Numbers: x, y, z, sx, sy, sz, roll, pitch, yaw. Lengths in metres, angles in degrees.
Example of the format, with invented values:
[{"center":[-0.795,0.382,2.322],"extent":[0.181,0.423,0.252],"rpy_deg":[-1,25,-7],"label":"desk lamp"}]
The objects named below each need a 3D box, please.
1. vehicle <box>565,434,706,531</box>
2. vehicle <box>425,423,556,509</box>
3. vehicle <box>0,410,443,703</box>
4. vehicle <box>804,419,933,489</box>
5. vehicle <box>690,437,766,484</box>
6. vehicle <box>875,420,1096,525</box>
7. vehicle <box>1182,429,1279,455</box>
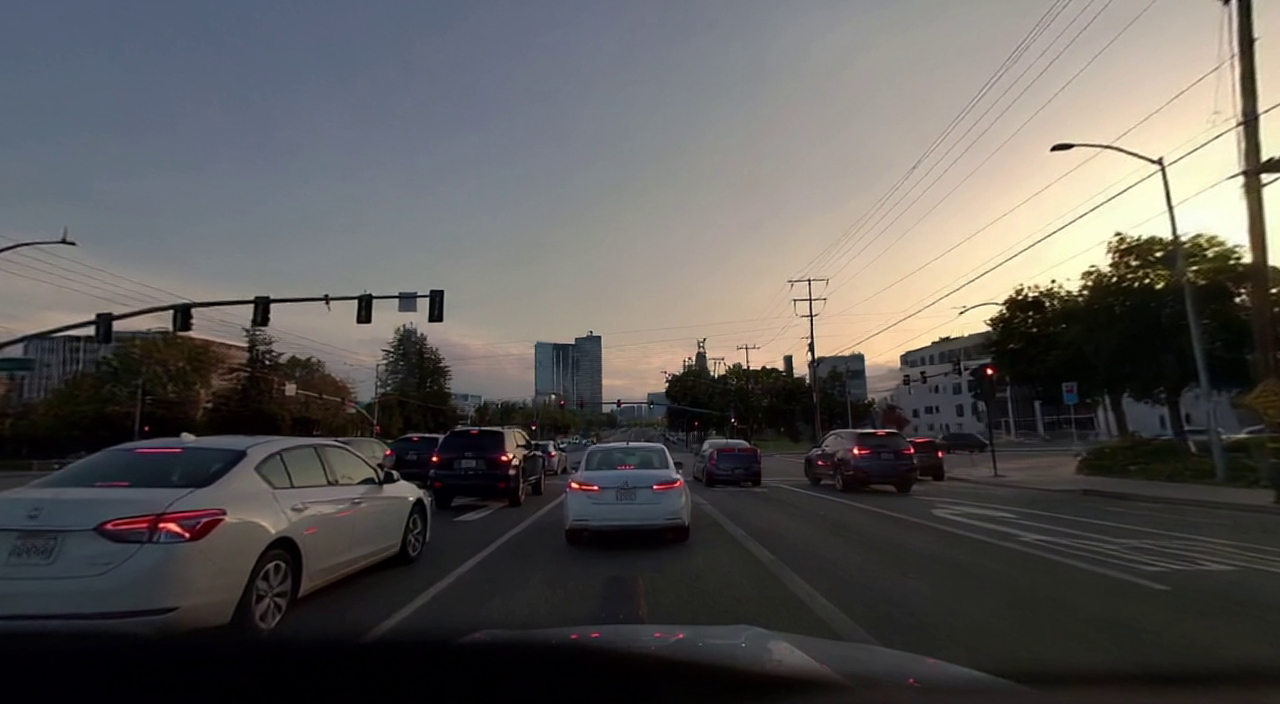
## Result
[{"center":[-0.090,2.245,11.449],"extent":[2.098,1.431,3.958],"rpy_deg":[0,-8,-1],"label":"vehicle"},{"center":[-3.325,2.647,15.068],"extent":[2.033,1.714,4.278],"rpy_deg":[0,-8,1],"label":"vehicle"},{"center":[-3.186,1.315,4.981],"extent":[1.837,1.463,4.311],"rpy_deg":[0,-8,1],"label":"vehicle"},{"center":[7.235,3.318,20.746],"extent":[2.156,1.982,5.358],"rpy_deg":[0,-9,-1],"label":"vehicle"},{"center":[3.074,3.890,23.015],"extent":[1.987,1.515,4.521],"rpy_deg":[0,-8,-2],"label":"vehicle"},{"center":[6.473,2.296,12.529],"extent":[1.945,1.706,4.190],"rpy_deg":[0,-9,-1],"label":"vehicle"},{"center":[41.880,6.365,44.578],"extent":[5.147,1.774,2.049],"rpy_deg":[-1,-9,3],"label":"vehicle"}]
